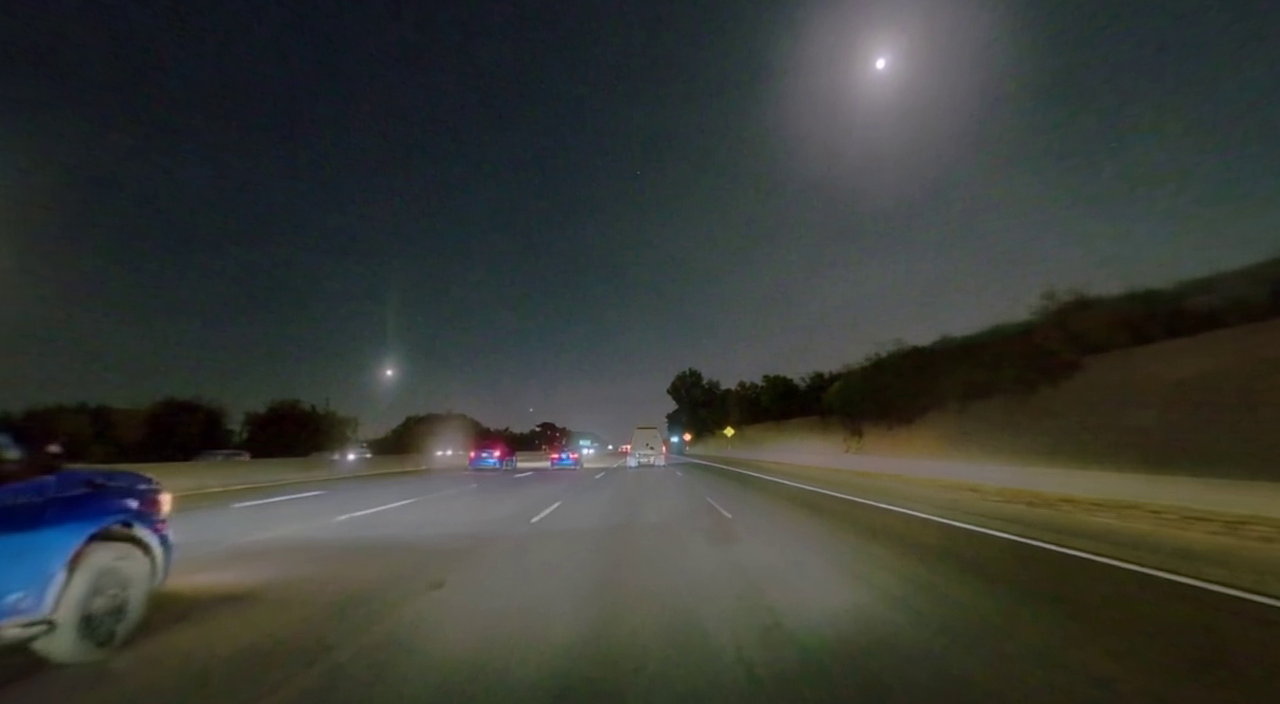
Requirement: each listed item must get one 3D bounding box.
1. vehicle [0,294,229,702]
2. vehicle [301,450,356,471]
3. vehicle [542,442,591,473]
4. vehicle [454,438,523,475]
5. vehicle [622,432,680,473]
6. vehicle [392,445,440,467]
[{"bbox_3d":[-4.360,0.515,1.818,2.368,2.003,5.844,1,-9,0],"label":"vehicle"},{"bbox_3d":[-24.214,8.444,49.107,1.891,1.543,4.471,0,-9,1],"label":"vehicle"},{"bbox_3d":[-3.817,5.571,33.459,2.000,1.512,4.371,0,-9,1],"label":"vehicle"},{"bbox_3d":[-7.356,5.137,31.118,2.189,1.673,4.699,0,-9,1],"label":"vehicle"},{"bbox_3d":[0.536,5.337,33.592,2.856,1.994,4.931,1,-9,0],"label":"vehicle"},{"bbox_3d":[-16.709,7.767,47.212,1.903,1.563,4.375,0,-9,1],"label":"vehicle"}]
